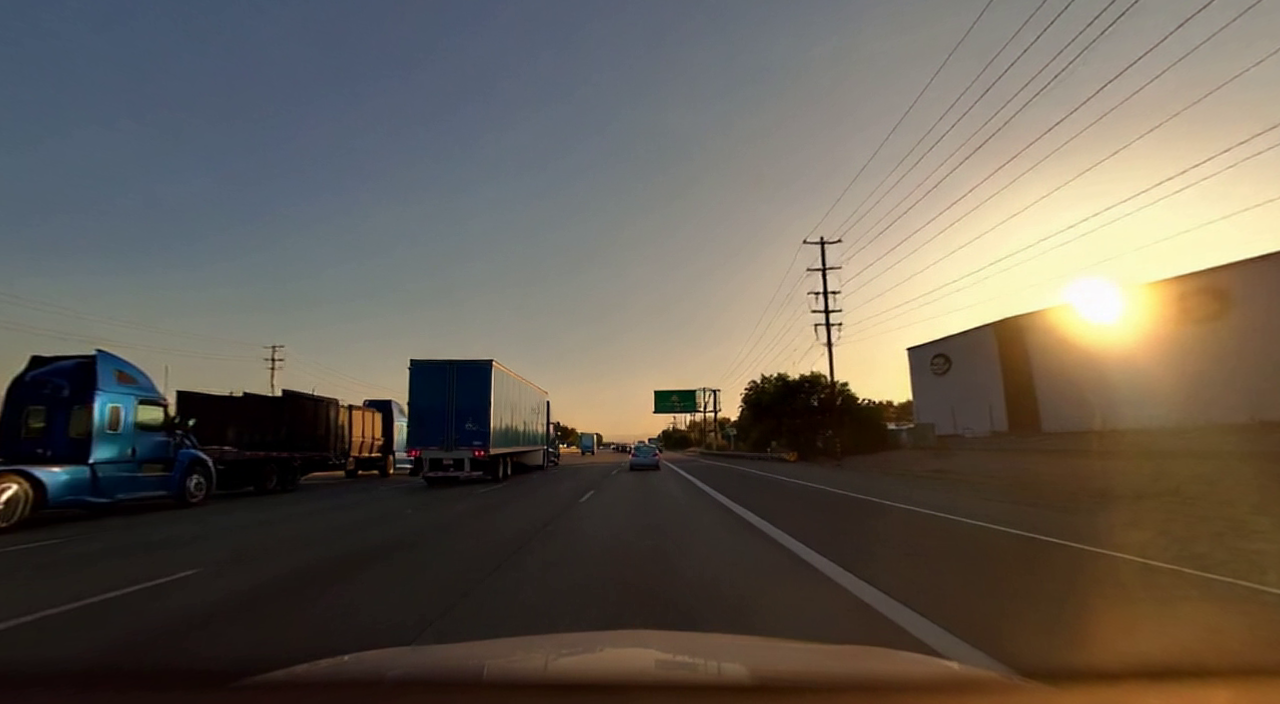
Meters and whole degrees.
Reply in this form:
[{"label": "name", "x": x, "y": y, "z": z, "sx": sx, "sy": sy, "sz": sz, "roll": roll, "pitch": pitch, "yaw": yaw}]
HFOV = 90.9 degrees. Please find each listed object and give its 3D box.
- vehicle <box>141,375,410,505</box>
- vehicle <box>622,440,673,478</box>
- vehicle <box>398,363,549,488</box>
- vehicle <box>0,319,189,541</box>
[{"label": "vehicle", "x": -10.571, "y": 2.831, "z": 20.112, "sx": 2.896, "sy": 3.140, "sz": 9.491, "roll": 0, "pitch": -8, "yaw": 0}, {"label": "vehicle", "x": 0.268, "y": 4.676, "z": 27.748, "sx": 2.055, "sy": 1.514, "sz": 4.323, "roll": 0, "pitch": -8, "yaw": -1}, {"label": "vehicle", "x": -6.541, "y": 3.515, "z": 28.367, "sx": 2.907, "sy": 4.081, "sz": 15.311, "roll": 0, "pitch": -8, "yaw": -1}, {"label": "vehicle", "x": -10.594, "y": 1.137, "z": 9.165, "sx": 2.722, "sy": 3.172, "sz": 7.167, "roll": 0, "pitch": -8, "yaw": -1}]
